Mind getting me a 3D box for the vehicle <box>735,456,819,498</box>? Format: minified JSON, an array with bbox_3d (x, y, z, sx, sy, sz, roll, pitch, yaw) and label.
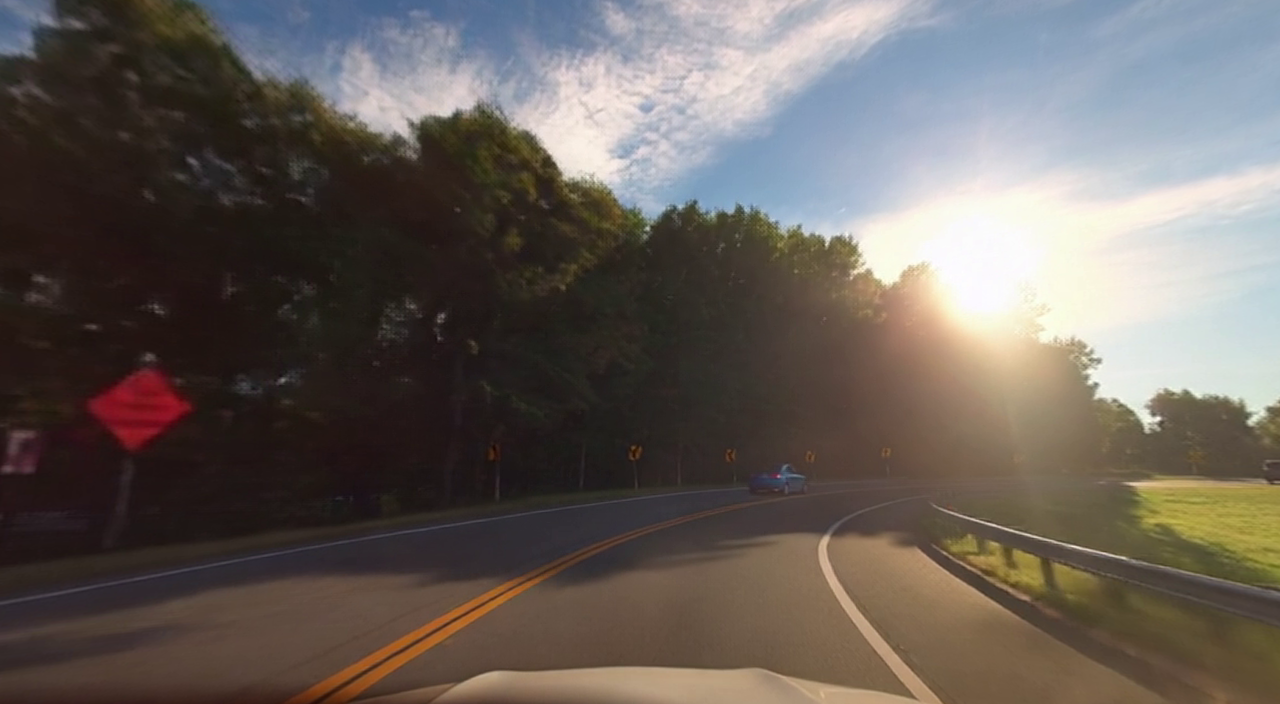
[{"bbox_3d":[6.135,5.503,27.909,1.997,1.692,4.422,-7,-13,35],"label":"vehicle"}]
